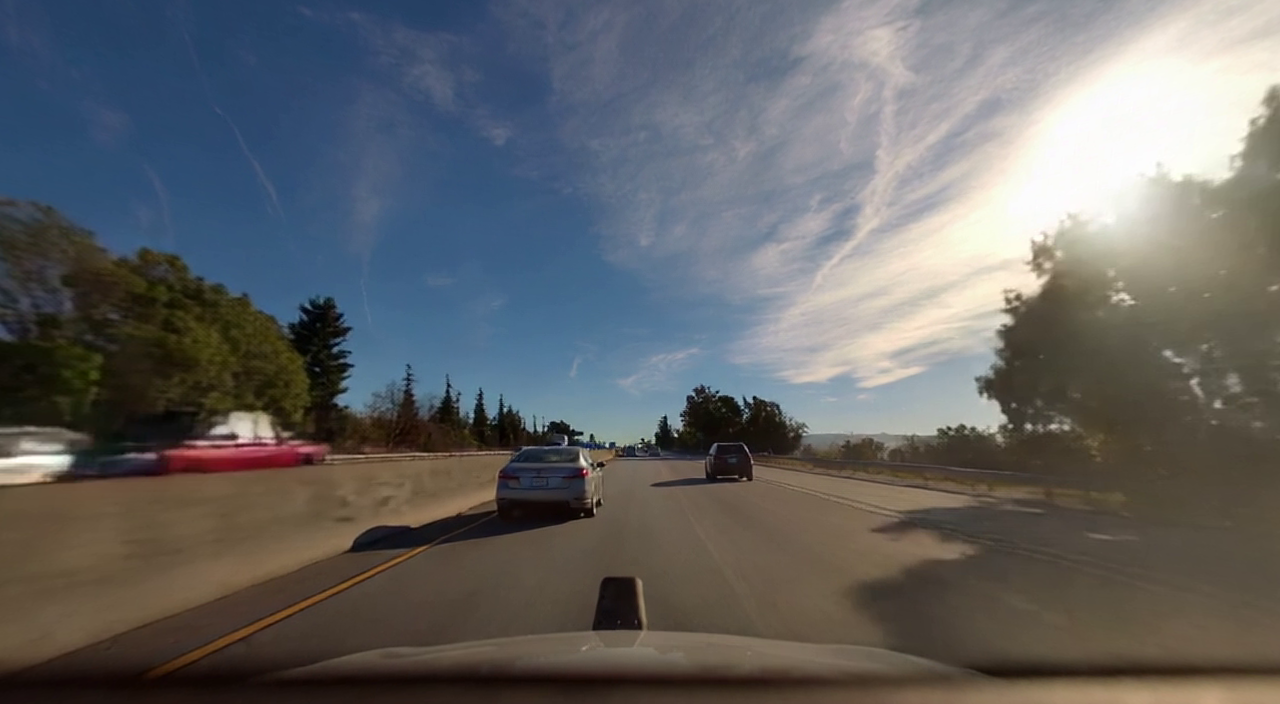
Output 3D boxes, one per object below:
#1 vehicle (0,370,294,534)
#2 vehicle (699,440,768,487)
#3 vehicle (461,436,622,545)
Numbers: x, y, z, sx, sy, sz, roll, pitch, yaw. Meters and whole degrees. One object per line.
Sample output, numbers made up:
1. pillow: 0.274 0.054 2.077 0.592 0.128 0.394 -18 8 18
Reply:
1. vehicle: -9.746 1.950 12.467 2.391 2.518 5.577 0 -9 1
2. vehicle: 3.297 3.991 22.705 1.910 1.554 3.718 0 -9 0
3. vehicle: -1.419 2.225 10.761 2.013 1.479 4.169 0 -9 1
